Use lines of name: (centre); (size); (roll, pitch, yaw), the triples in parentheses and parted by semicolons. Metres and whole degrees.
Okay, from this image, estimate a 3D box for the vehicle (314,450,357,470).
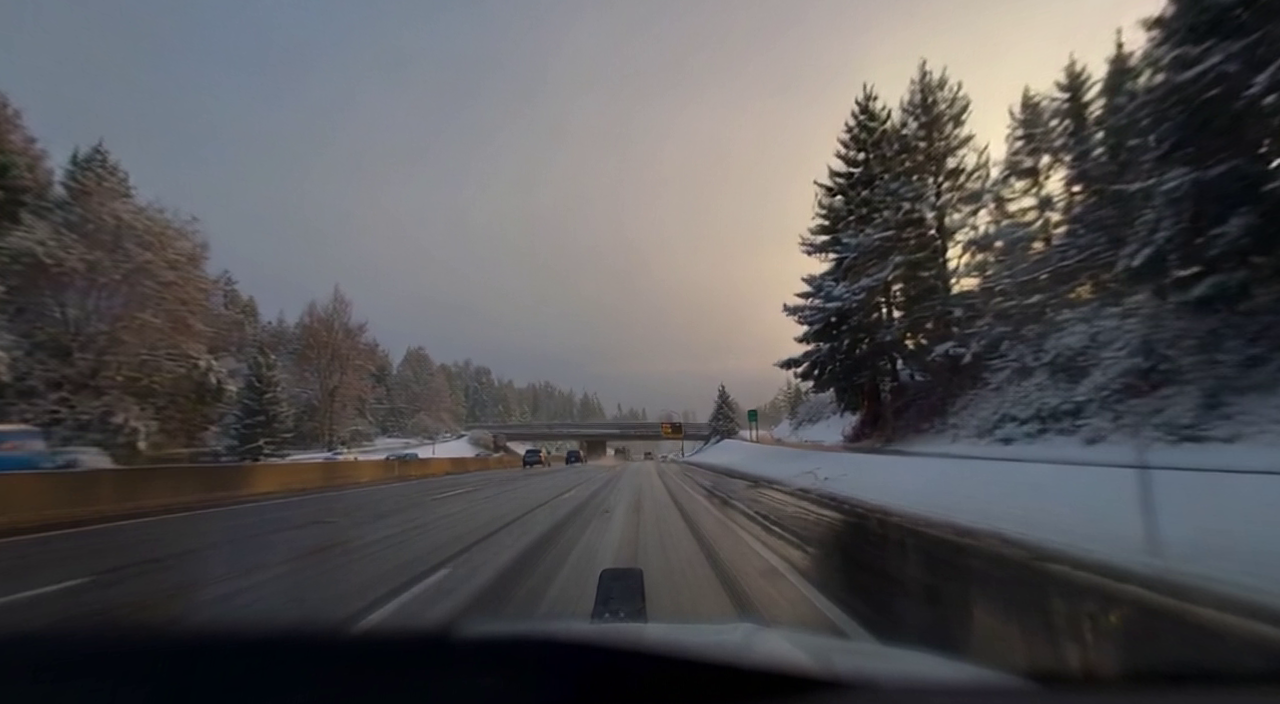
vehicle: (-20.785, 7.373, 43.139); (1.447, 1.320, 3.188); (1, -9, -3)
